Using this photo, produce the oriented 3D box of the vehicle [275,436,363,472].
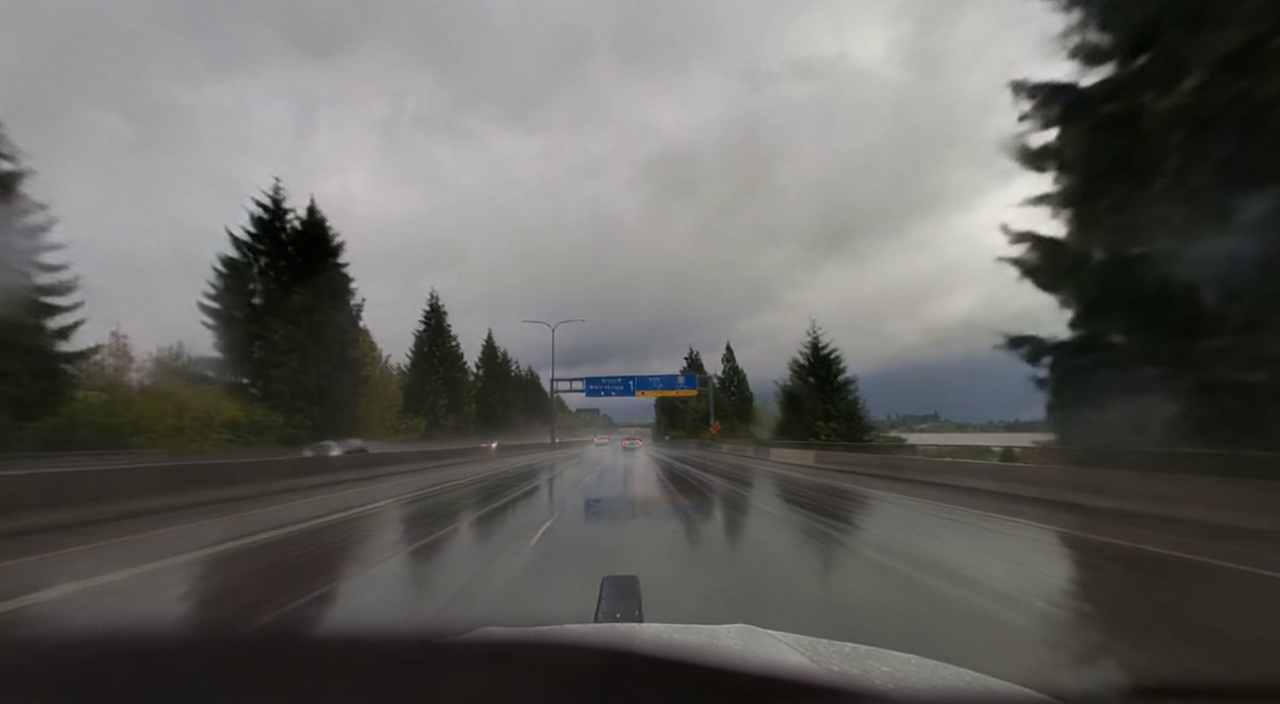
[{"bbox_3d":[-16.761,5.320,33.175,2.037,1.742,4.985,0,-8,0],"label":"vehicle"}]
